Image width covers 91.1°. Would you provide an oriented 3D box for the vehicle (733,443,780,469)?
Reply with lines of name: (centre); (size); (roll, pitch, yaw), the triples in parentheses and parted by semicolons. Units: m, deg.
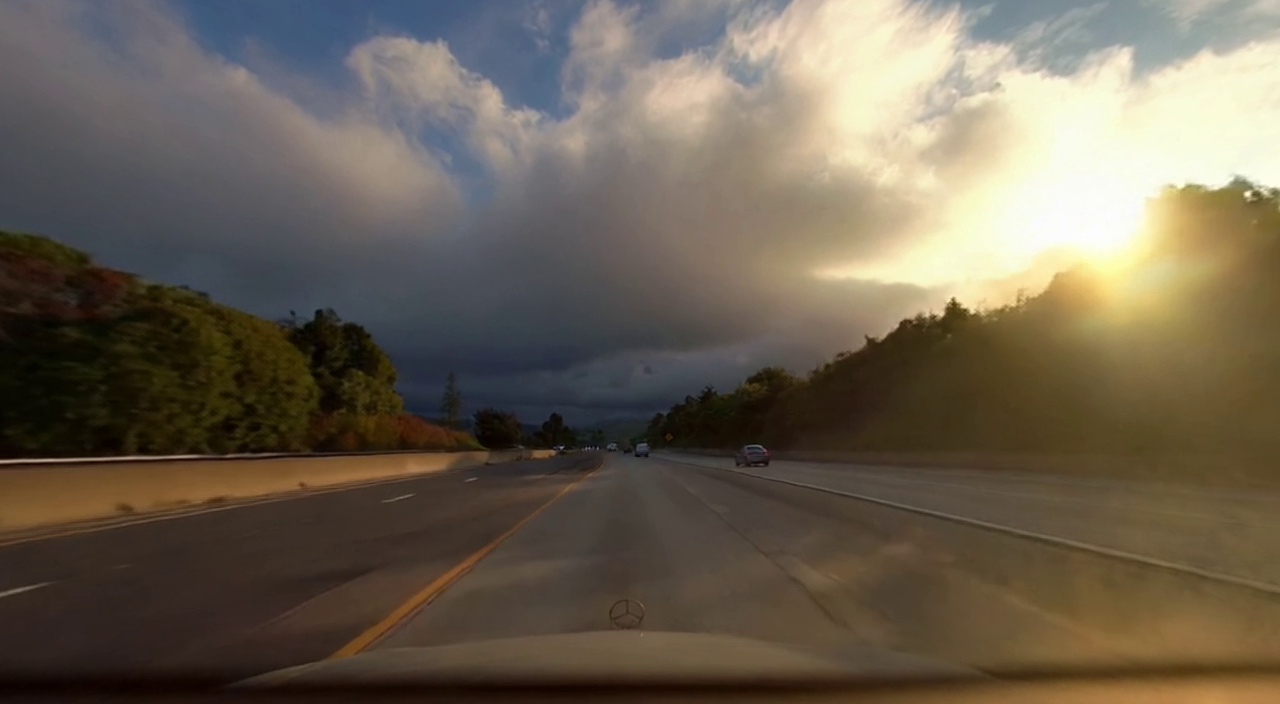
vehicle: (6.978, 6.274, 38.142); (1.942, 1.462, 3.926); (0, -8, -3)
